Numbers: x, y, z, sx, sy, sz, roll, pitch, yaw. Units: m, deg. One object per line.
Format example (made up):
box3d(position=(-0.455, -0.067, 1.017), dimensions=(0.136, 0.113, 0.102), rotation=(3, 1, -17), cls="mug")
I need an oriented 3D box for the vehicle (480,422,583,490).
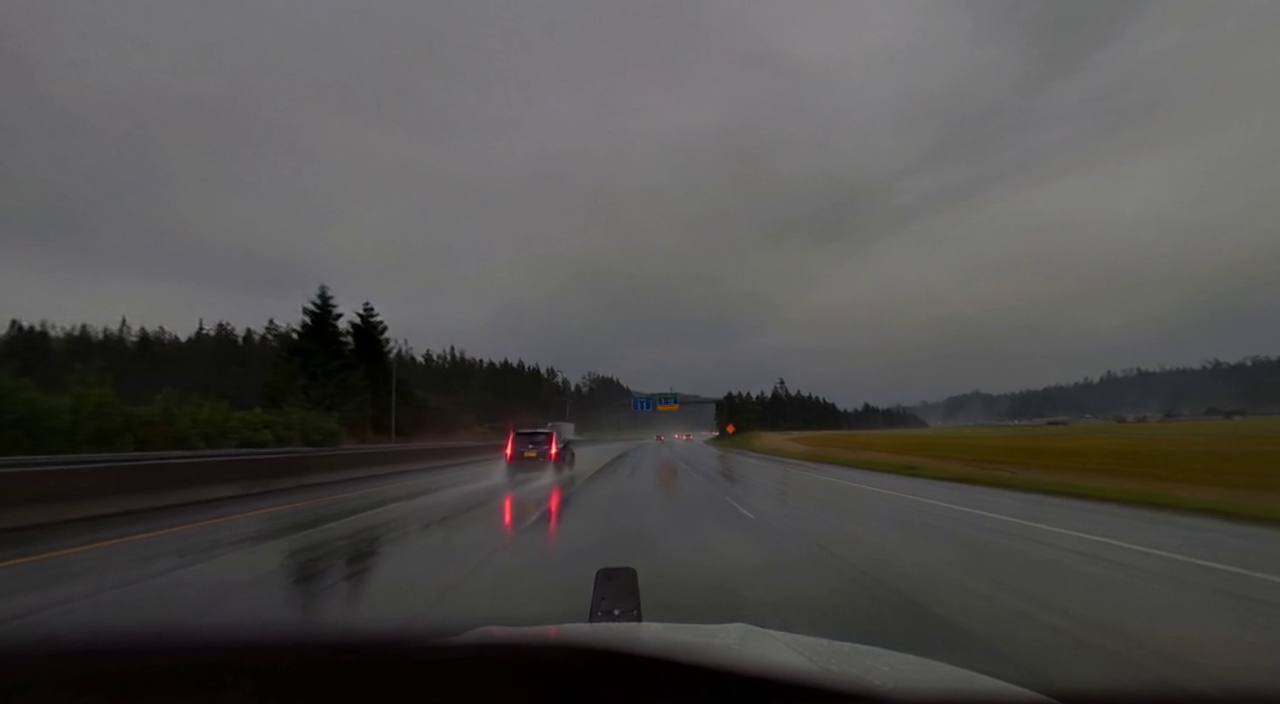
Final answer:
box3d(position=(-2.858, 2.825, 17.538), dimensions=(2.084, 1.654, 4.080), rotation=(0, -8, 1), cls="vehicle")
